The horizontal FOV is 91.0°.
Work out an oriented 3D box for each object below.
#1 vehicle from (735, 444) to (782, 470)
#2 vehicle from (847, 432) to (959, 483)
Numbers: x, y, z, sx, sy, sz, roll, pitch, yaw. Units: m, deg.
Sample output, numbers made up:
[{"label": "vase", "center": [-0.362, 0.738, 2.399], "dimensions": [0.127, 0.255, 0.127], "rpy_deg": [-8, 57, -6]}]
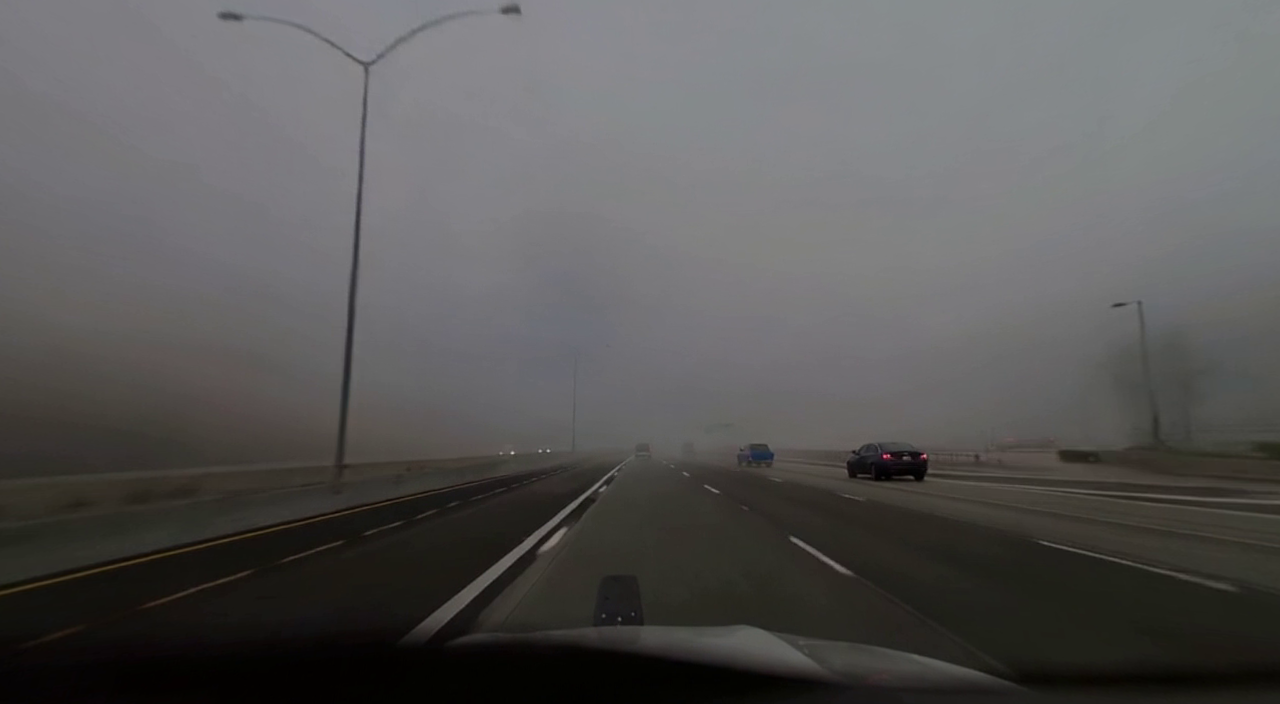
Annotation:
[{"label": "vehicle", "center": [7.436, 6.608, 39.877], "dimensions": [2.053, 1.553, 4.463], "rpy_deg": [0, -9, 0]}, {"label": "vehicle", "center": [11.058, 4.488, 27.087], "dimensions": [2.387, 1.936, 5.646], "rpy_deg": [0, -9, 0]}]
